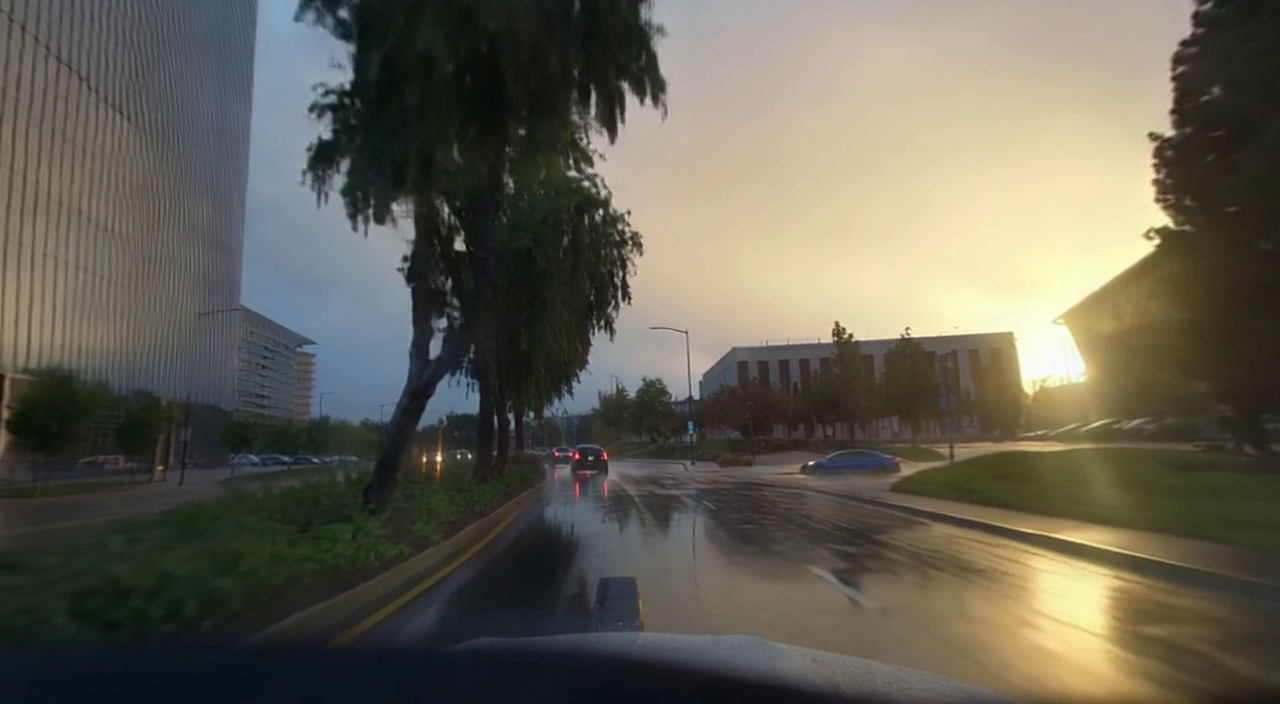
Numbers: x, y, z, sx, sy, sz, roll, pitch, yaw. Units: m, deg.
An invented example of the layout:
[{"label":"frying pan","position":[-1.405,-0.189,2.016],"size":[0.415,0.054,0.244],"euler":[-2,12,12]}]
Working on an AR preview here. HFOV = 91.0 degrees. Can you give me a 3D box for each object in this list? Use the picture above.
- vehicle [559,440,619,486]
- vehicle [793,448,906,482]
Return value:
[{"label":"vehicle","position":[-2.034,4.428,25.385],"size":[2.183,1.675,4.319],"euler":[1,-9,-4]},{"label":"vehicle","position":[9.761,5.302,29.661],"size":[4.645,1.505,2.100],"euler":[-1,-9,4]}]
